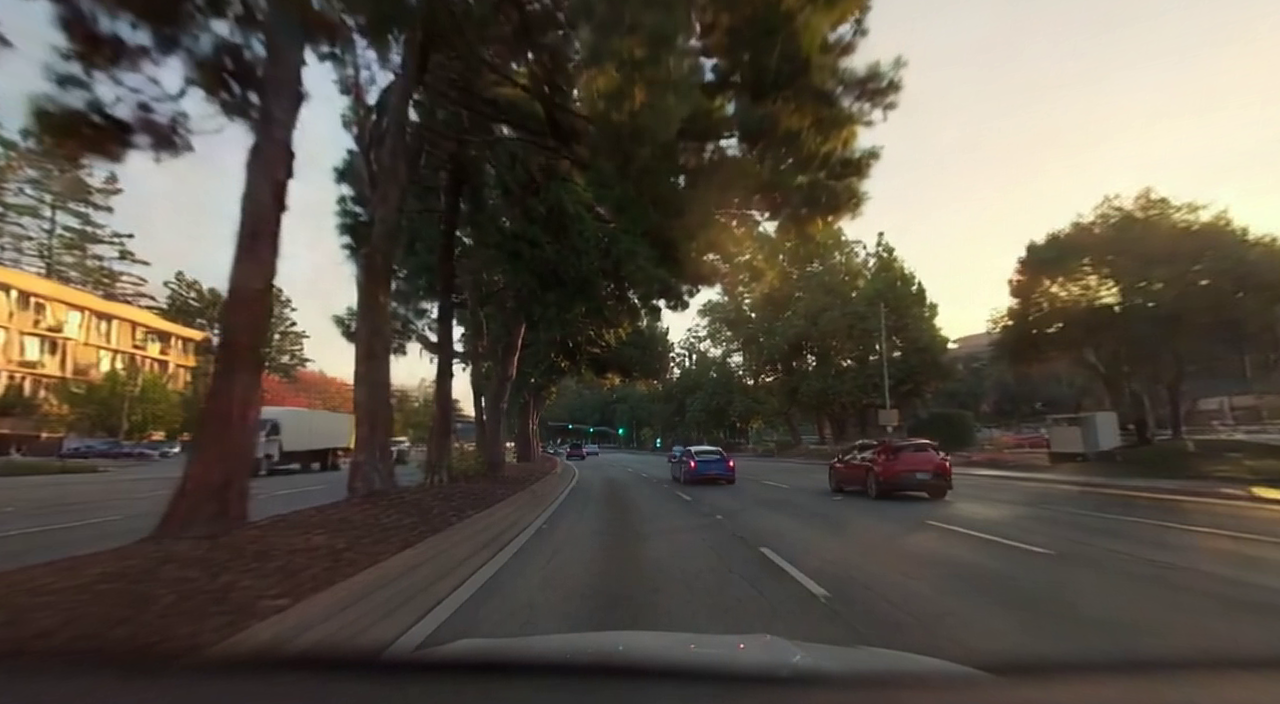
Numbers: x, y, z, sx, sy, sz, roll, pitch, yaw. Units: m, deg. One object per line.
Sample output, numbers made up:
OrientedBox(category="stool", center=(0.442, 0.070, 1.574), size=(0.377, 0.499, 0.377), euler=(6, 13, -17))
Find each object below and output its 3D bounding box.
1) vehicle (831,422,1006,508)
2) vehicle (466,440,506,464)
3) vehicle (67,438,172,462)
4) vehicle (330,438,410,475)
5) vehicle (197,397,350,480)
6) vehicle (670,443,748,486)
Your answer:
OrientedBox(category="vehicle", center=(6.327, 2.622, 15.059), size=(1.987, 1.730, 4.373), euler=(0, -8, -3))
OrientedBox(category="vehicle", center=(-10.287, 6.731, 42.500), size=(2.056, 1.506, 4.616), euler=(1, -9, -6))
OrientedBox(category="vehicle", center=(-38.897, 7.354, 47.324), size=(5.666, 1.704, 2.210), euler=(0, -8, -4))
OrientedBox(category="vehicle", center=(-12.038, 4.685, 28.497), size=(1.965, 1.514, 4.404), euler=(1, -8, -5))
OrientedBox(category="vehicle", center=(-15.508, 3.789, 27.509), size=(2.989, 3.150, 6.793), euler=(1, -8, -5))
OrientedBox(category="vehicle", center=(2.333, 3.954, 22.541), size=(1.990, 1.347, 4.388), euler=(1, -8, -4))
